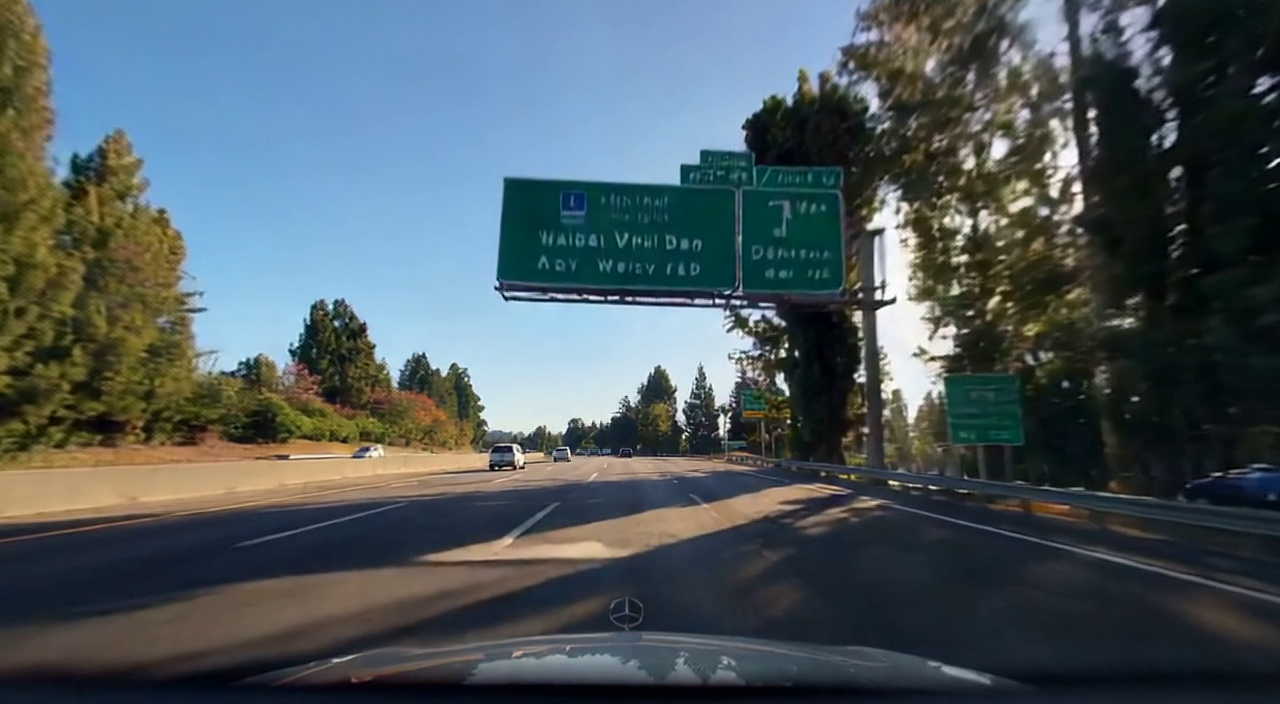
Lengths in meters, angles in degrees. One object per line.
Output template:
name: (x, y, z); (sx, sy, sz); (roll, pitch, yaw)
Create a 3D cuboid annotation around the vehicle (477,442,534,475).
vehicle: (-7.671, 6.120, 36.548); (2.179, 1.710, 5.160); (0, -8, 0)
